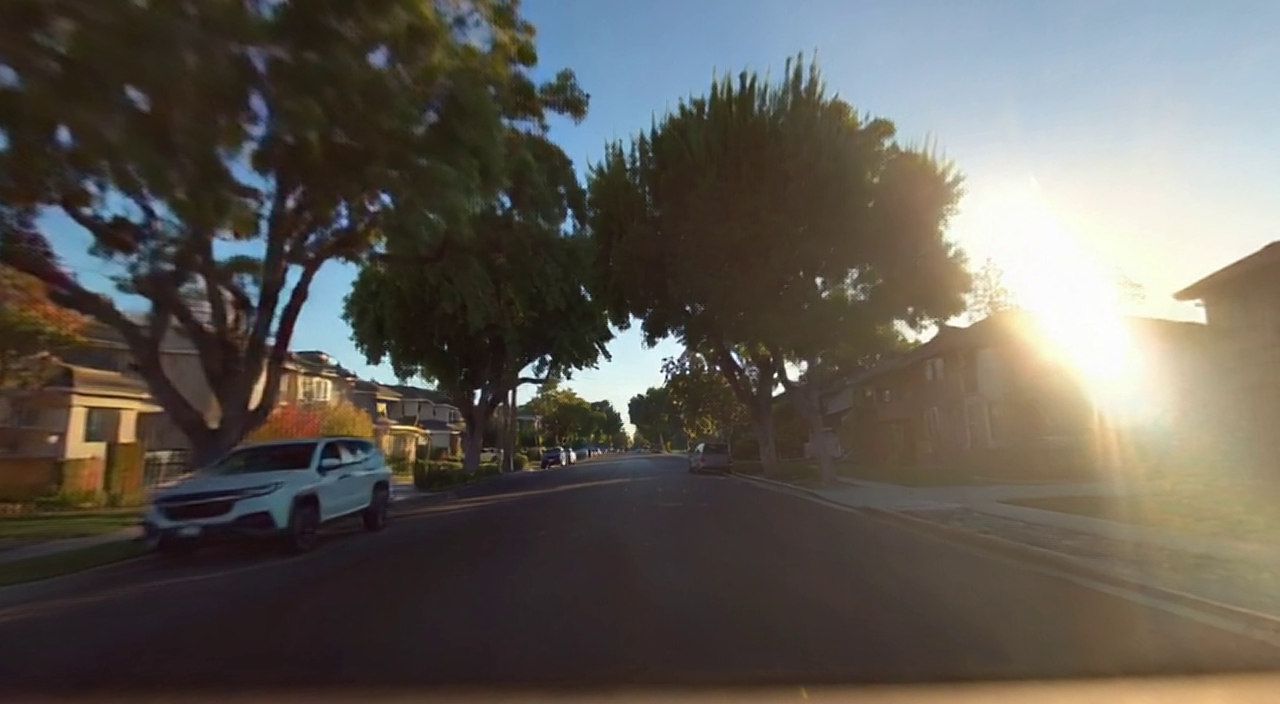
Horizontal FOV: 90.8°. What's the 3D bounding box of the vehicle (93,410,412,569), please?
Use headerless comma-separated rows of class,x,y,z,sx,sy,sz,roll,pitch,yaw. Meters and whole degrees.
vehicle,-5.796,2.096,10.556,2.341,1.942,5.044,-1,-8,-3

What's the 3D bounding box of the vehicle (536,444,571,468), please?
vehicle,-6.346,7.687,46.746,1.944,1.621,4.187,-1,-9,1

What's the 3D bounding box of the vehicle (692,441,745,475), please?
vehicle,3.844,5.275,31.728,1.996,1.585,4.371,0,-8,-1
